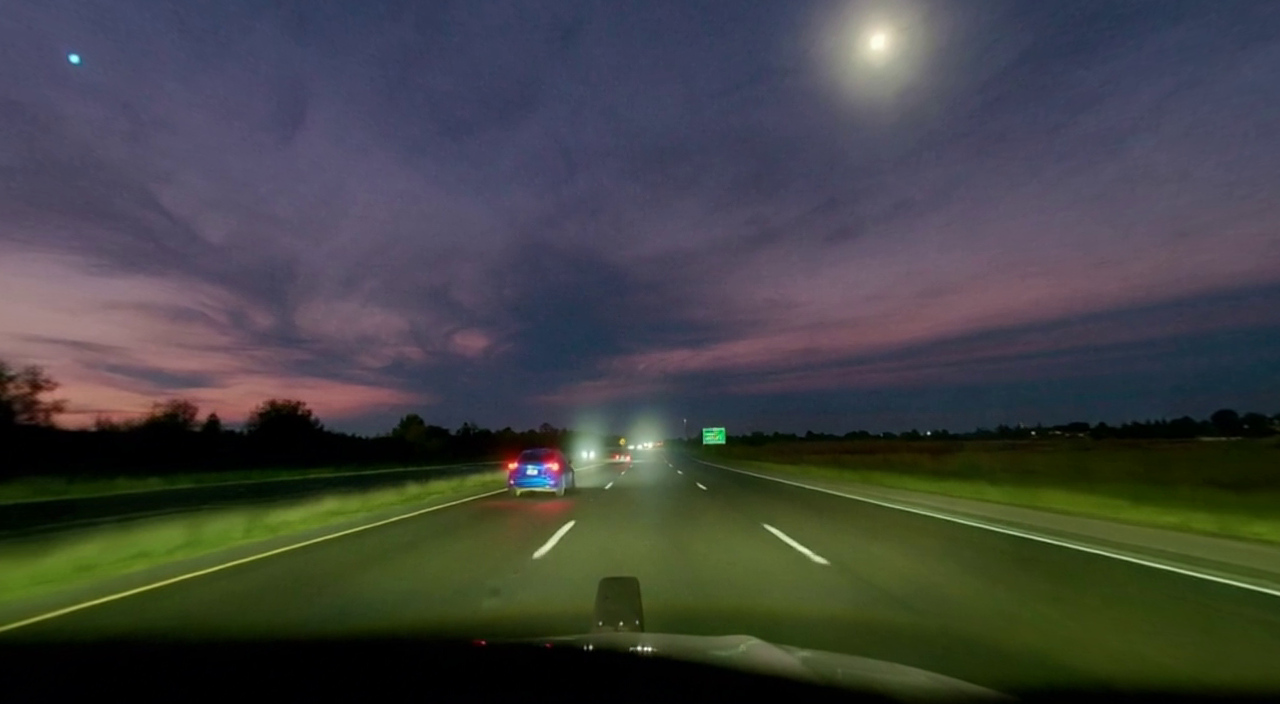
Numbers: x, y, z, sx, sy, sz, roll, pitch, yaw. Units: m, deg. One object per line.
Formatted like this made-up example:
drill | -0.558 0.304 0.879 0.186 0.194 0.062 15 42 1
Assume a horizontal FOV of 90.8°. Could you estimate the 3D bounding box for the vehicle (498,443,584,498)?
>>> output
vehicle | -2.994 3.684 20.019 1.945 1.537 4.294 0 -9 1
